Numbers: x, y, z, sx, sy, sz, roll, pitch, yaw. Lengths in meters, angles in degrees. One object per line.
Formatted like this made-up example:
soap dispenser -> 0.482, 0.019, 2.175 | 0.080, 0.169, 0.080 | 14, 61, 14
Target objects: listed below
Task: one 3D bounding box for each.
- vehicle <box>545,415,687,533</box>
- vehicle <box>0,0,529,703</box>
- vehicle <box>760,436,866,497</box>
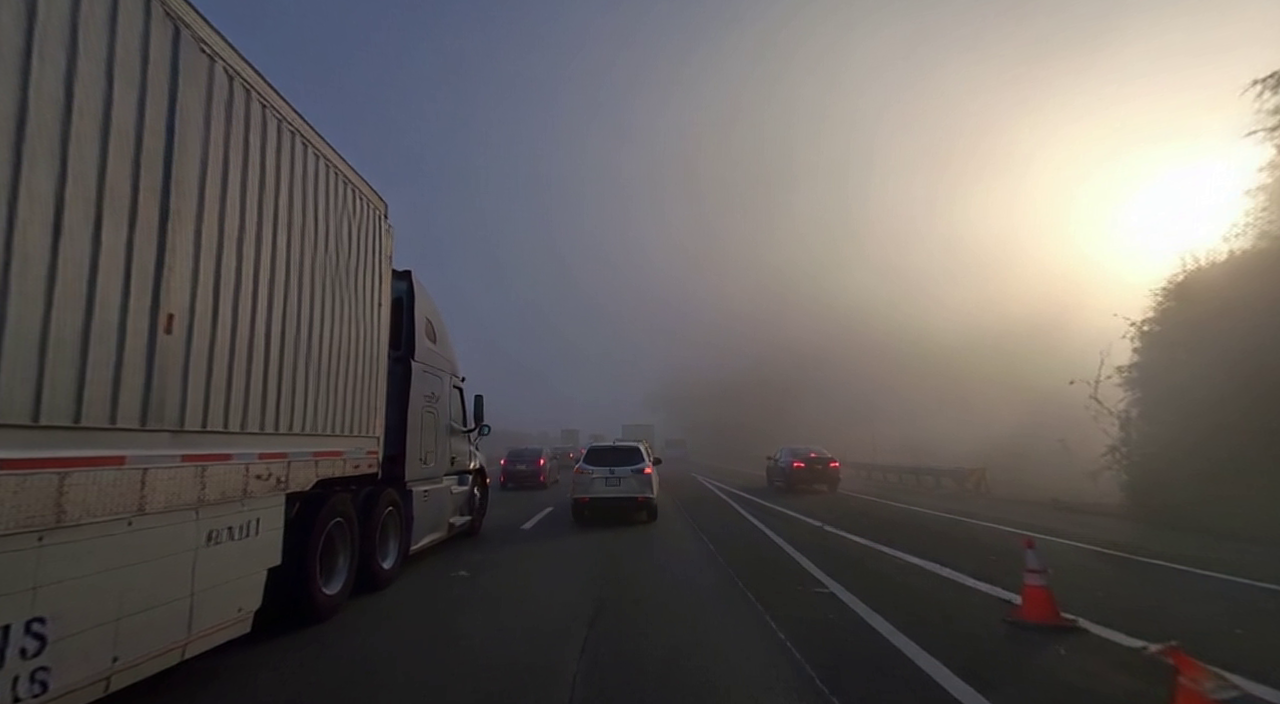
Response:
vehicle -> -0.354, 2.163, 11.661 | 2.152, 1.779, 3.924 | 0, -9, 0
vehicle -> -3.691, -0.008, 4.701 | 2.857, 4.063, 16.026 | 0, -8, 0
vehicle -> 4.965, 3.331, 18.701 | 1.937, 1.601, 3.798 | 0, -9, -2
